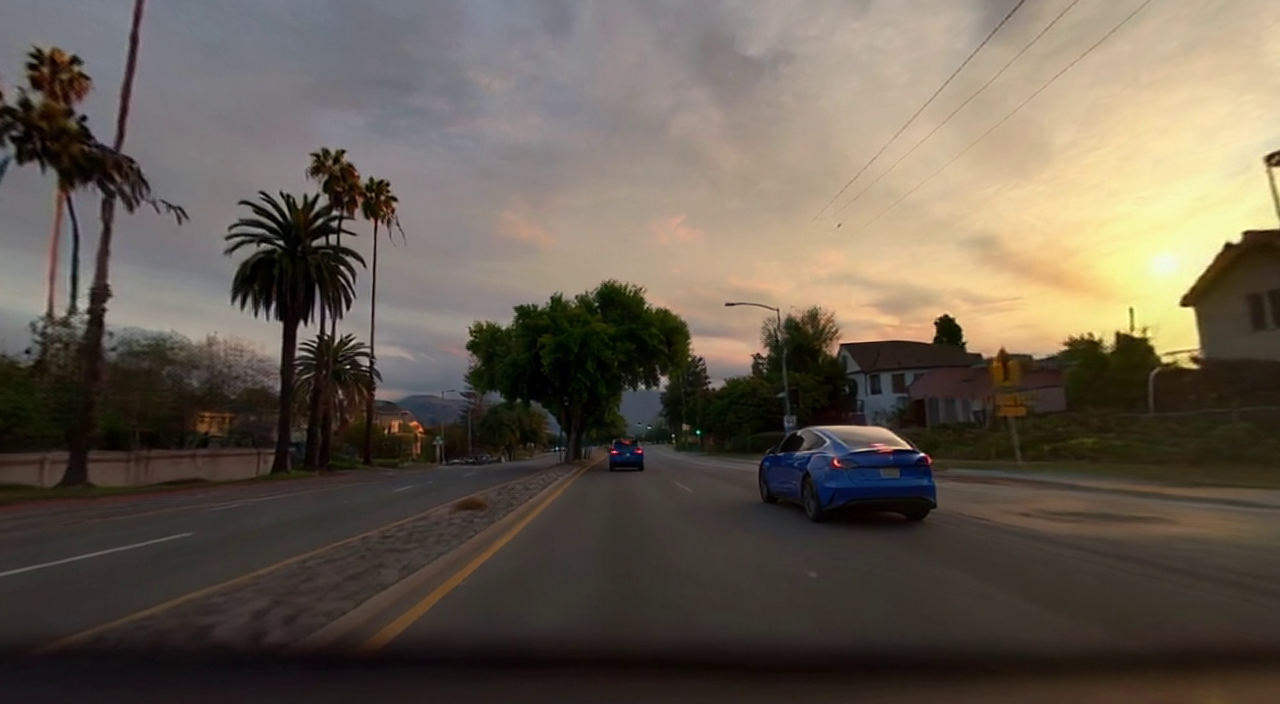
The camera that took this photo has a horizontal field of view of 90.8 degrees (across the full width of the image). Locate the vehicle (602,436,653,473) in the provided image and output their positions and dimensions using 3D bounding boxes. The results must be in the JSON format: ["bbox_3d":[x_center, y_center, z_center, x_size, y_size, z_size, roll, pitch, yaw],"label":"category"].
[{"bbox_3d":[-0.660,5.079,31.460,2.341,1.709,4.466,0,-8,-2],"label":"vehicle"}]

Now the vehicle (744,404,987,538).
[{"bbox_3d":[3.521,2.007,11.268,2.205,1.803,5.135,0,-9,-3],"label":"vehicle"}]
